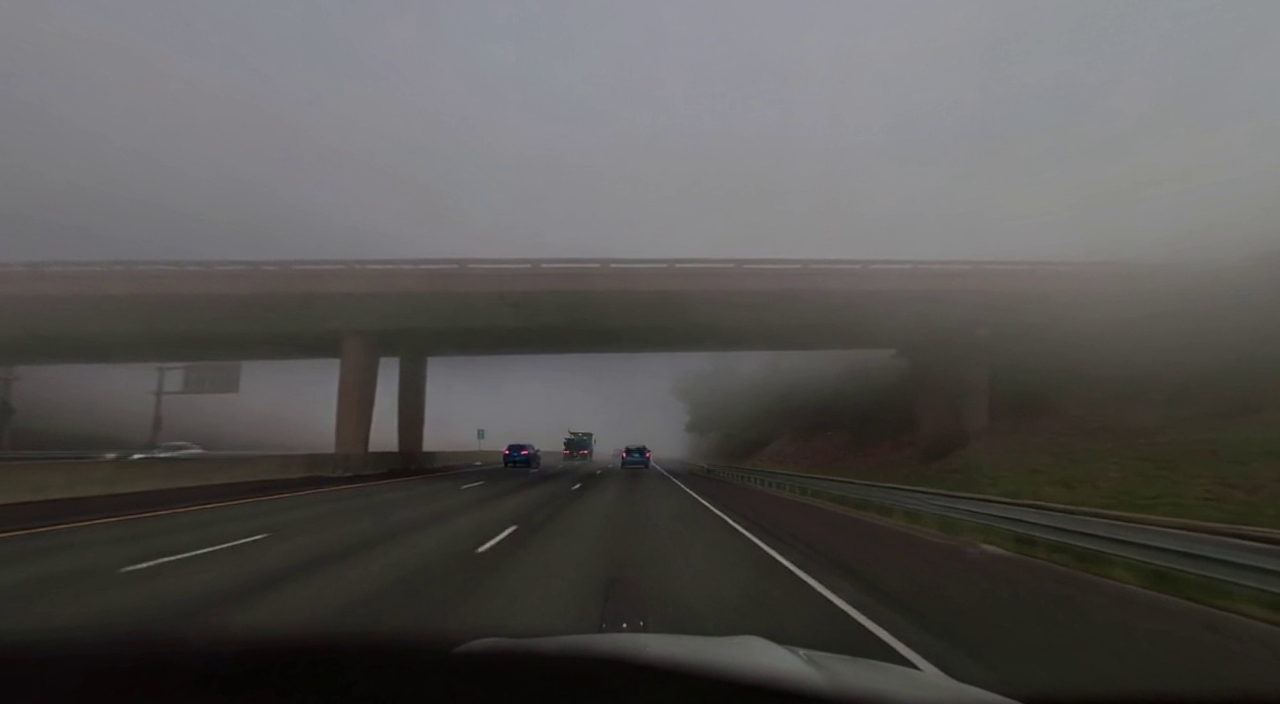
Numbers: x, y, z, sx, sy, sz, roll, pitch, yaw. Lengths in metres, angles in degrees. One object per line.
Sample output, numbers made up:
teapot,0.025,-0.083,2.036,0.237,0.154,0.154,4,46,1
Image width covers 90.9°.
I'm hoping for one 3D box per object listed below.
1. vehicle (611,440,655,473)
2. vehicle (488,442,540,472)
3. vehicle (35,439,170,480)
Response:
vehicle,-0.372,5.928,36.050,2.336,1.722,4.212,0,-8,0
vehicle,-7.541,6.306,38.178,2.115,1.644,4.513,0,-8,2
vehicle,-21.496,4.295,25.493,1.753,1.480,4.197,0,-8,0
